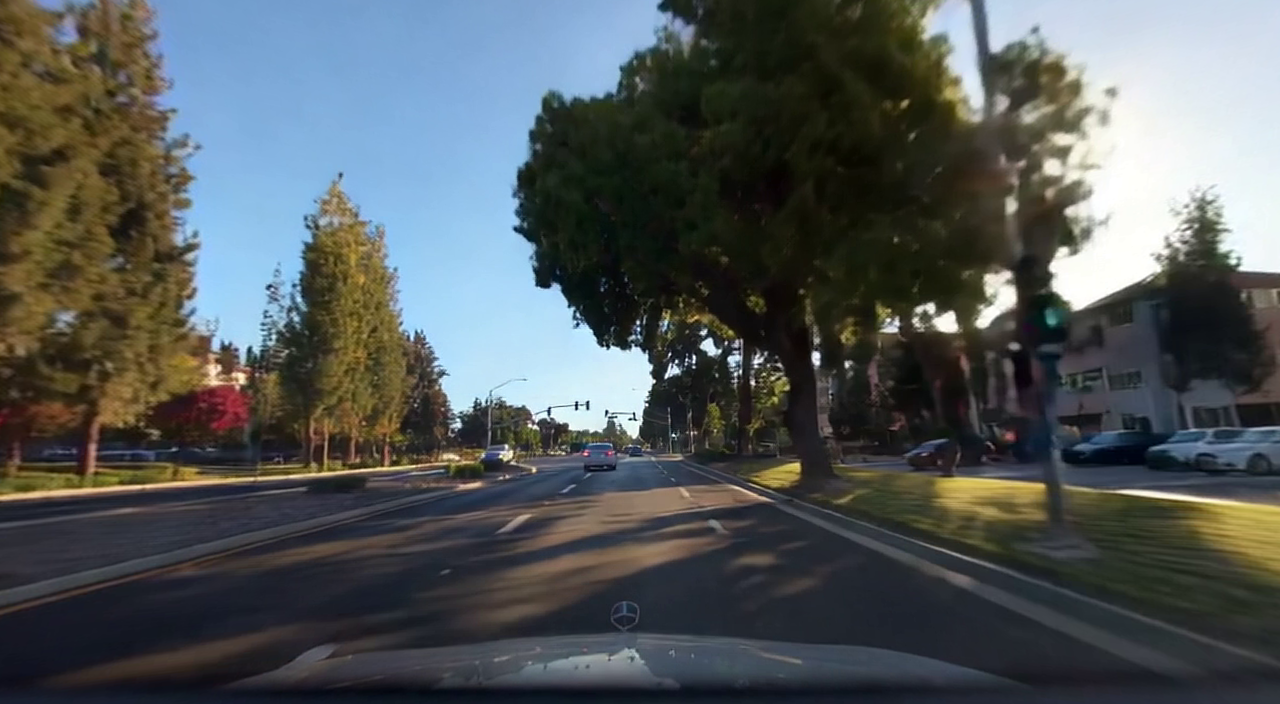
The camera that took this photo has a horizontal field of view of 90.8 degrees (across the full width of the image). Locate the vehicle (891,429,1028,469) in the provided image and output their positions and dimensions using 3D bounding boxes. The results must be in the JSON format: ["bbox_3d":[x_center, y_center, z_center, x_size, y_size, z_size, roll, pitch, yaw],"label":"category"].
[{"bbox_3d":[15.464,4.706,30.701,5.604,1.833,2.128,1,-9,-8],"label":"vehicle"}]

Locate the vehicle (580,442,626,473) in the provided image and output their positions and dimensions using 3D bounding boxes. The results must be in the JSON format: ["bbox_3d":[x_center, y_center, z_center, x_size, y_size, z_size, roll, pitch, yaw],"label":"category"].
[{"bbox_3d":[-1.855,5.510,33.307,2.011,1.498,4.914,0,-9,2],"label":"vehicle"}]

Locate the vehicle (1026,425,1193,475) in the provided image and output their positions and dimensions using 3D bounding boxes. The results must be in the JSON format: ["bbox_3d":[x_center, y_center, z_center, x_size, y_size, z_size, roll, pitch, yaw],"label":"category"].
[{"bbox_3d":[16.756,3.496,22.690,4.564,1.663,2.033,1,-9,-8],"label":"vehicle"}]
